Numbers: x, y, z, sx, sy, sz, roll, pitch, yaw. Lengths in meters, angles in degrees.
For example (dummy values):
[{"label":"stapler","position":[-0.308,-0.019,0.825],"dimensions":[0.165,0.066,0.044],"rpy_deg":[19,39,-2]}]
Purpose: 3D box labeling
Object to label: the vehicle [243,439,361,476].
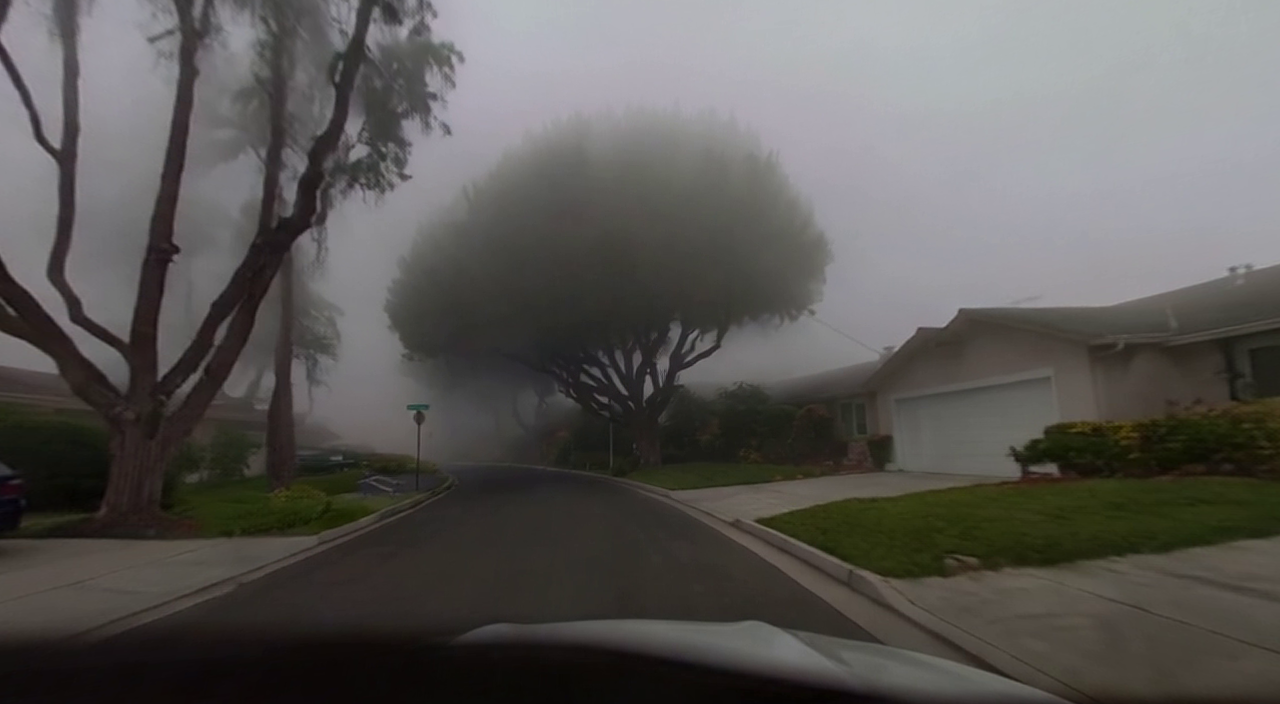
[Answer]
[{"label":"vehicle","position":[-15.942,4.999,29.983],"dimensions":[4.471,1.638,1.877],"rpy_deg":[2,-8,-11]}]
